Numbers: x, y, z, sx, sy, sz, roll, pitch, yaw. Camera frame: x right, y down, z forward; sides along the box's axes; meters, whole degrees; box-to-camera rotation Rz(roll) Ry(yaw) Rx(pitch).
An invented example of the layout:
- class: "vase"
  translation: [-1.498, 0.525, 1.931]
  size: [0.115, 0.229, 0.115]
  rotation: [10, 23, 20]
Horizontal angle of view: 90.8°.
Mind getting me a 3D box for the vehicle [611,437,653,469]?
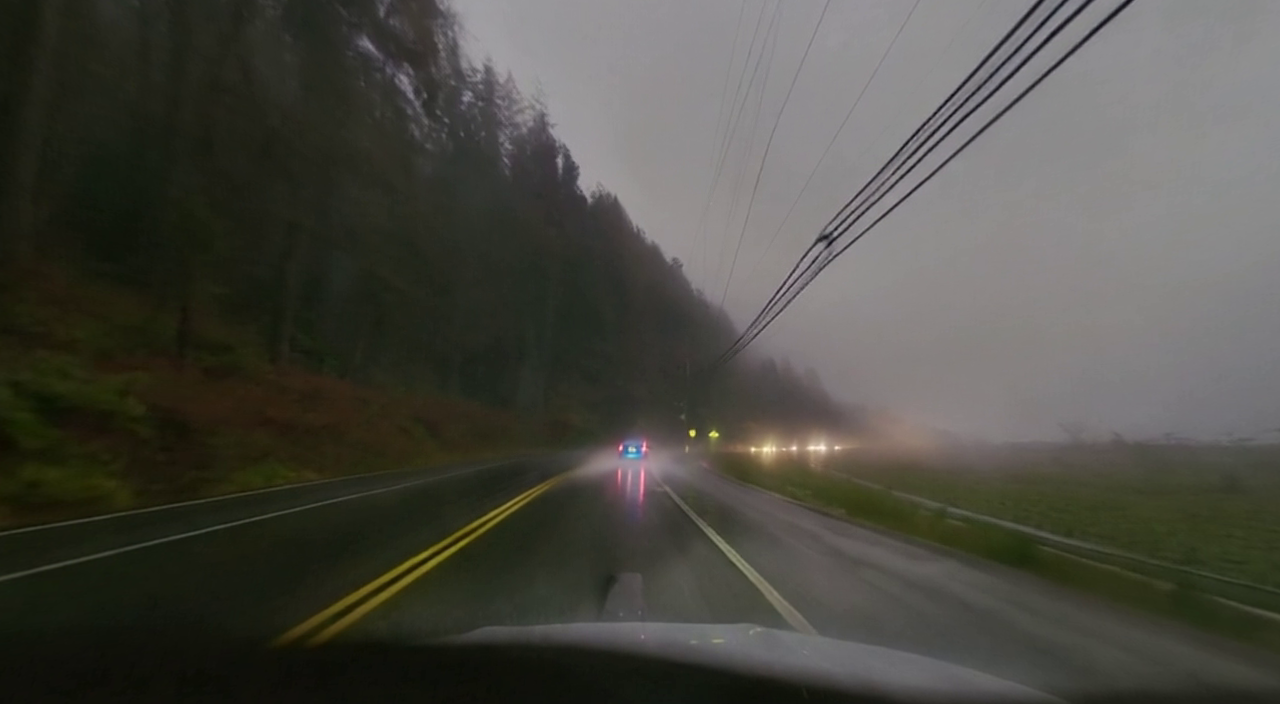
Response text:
- class: "vehicle"
  translation: [-0.347, 5.378, 33.852]
  size: [2.059, 1.524, 3.963]
  rotation: [1, -8, 2]
